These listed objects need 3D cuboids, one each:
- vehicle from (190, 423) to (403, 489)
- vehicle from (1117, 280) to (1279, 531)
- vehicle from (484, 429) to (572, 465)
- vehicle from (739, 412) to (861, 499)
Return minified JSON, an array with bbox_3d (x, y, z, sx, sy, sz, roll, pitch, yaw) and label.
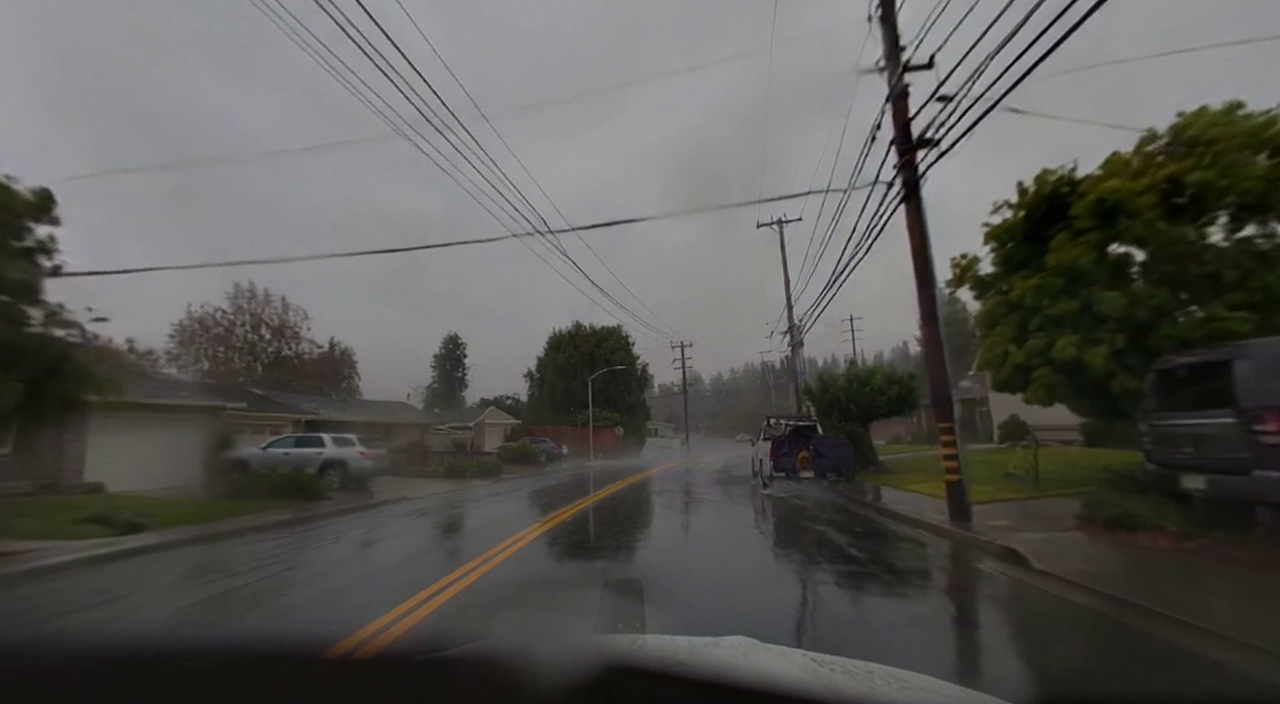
[{"bbox_3d":[-10.987,3.362,20.508,5.632,1.957,2.302,-1,-8,6],"label":"vehicle"},{"bbox_3d":[9.358,0.604,6.739,6.333,2.381,2.439,-1,-8,3],"label":"vehicle"},{"bbox_3d":[-7.284,6.156,41.197,5.228,2.041,2.023,0,-6,13],"label":"vehicle"},{"bbox_3d":[4.120,2.808,17.507,2.273,1.938,6.400,-1,-8,5],"label":"vehicle"}]
